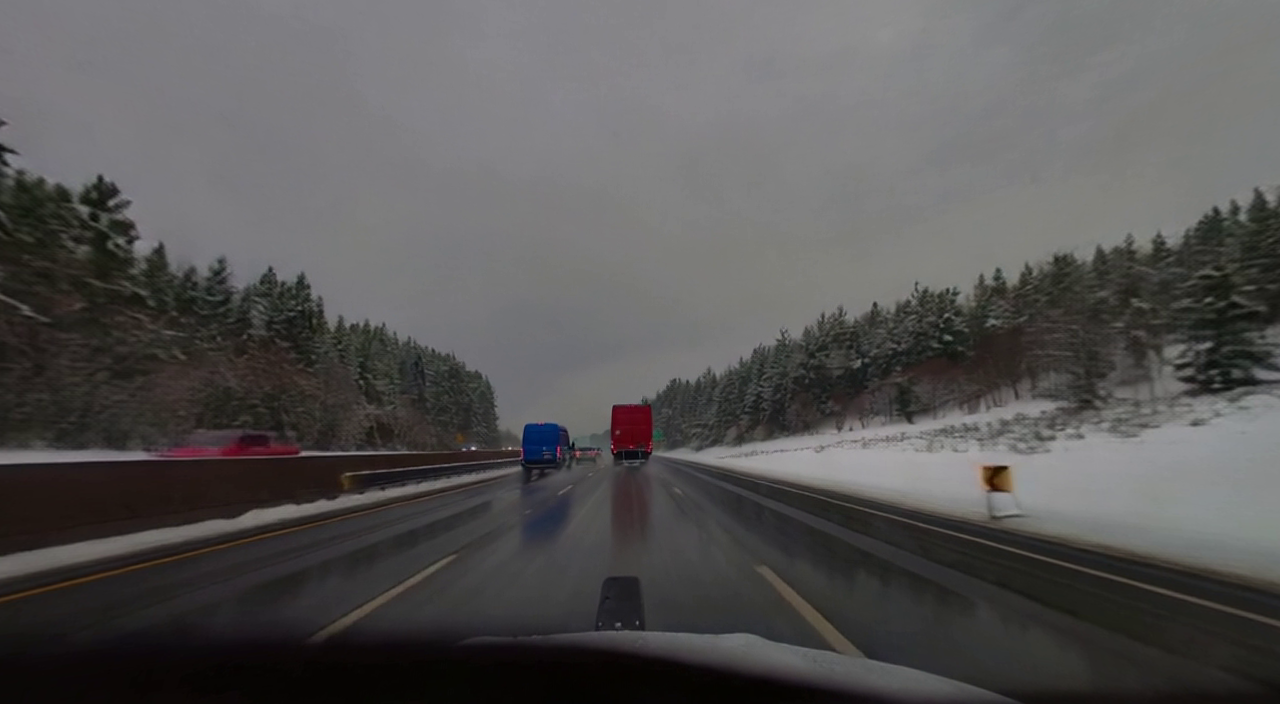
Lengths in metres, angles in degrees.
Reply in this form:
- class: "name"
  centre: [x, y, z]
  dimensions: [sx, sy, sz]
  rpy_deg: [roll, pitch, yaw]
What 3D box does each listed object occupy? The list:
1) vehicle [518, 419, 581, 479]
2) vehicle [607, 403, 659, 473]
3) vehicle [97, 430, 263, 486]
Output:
- class: "vehicle"
  centre: [-4.501, 4.992, 32.473]
  dimensions: [2.357, 2.786, 6.144]
  rpy_deg: [0, -9, -1]
- class: "vehicle"
  centre: [-0.508, 5.804, 41.773]
  dimensions: [2.995, 4.036, 10.311]
  rpy_deg: [0, -9, -1]
- class: "vehicle"
  centre: [-13.359, 3.116, 18.679]
  dimensions: [1.867, 1.486, 4.002]
  rpy_deg: [0, -9, 0]
